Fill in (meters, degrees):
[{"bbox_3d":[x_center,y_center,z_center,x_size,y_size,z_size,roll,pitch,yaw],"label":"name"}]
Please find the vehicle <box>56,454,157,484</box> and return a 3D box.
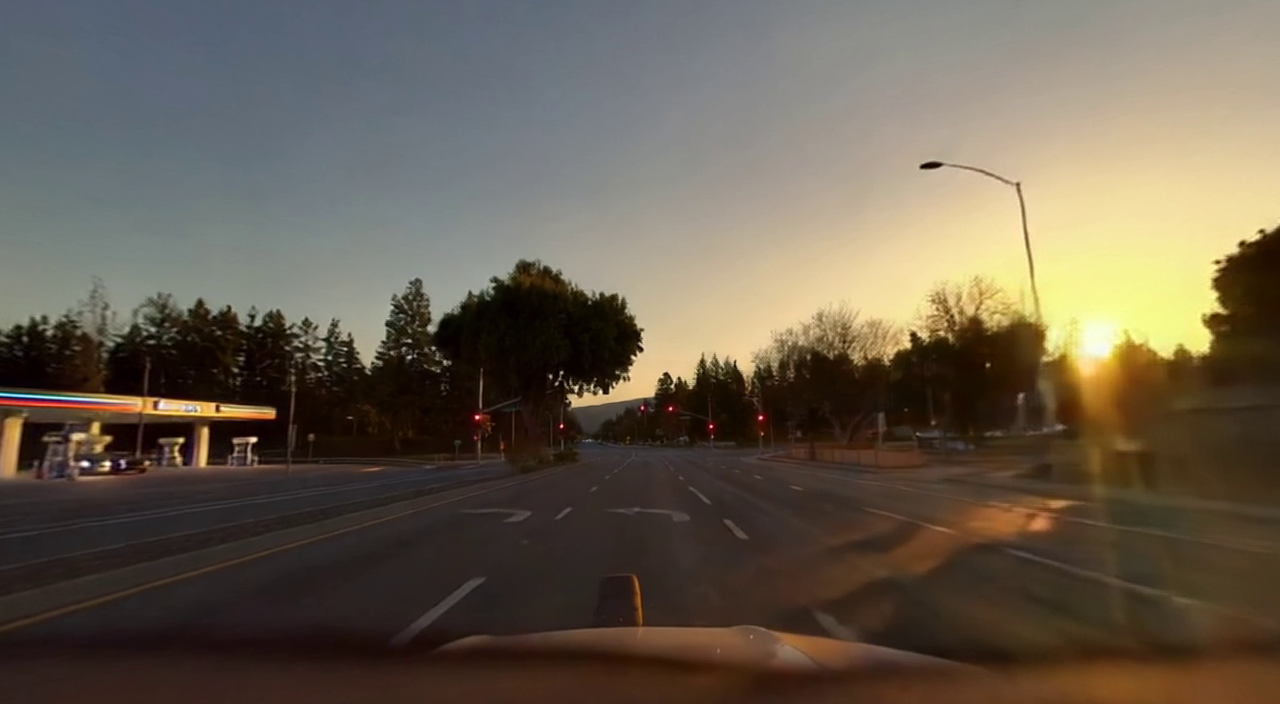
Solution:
[{"bbox_3d":[-34.219,7.452,40.487,1.992,1.721,4.570,-7,-11,39],"label":"vehicle"}]
